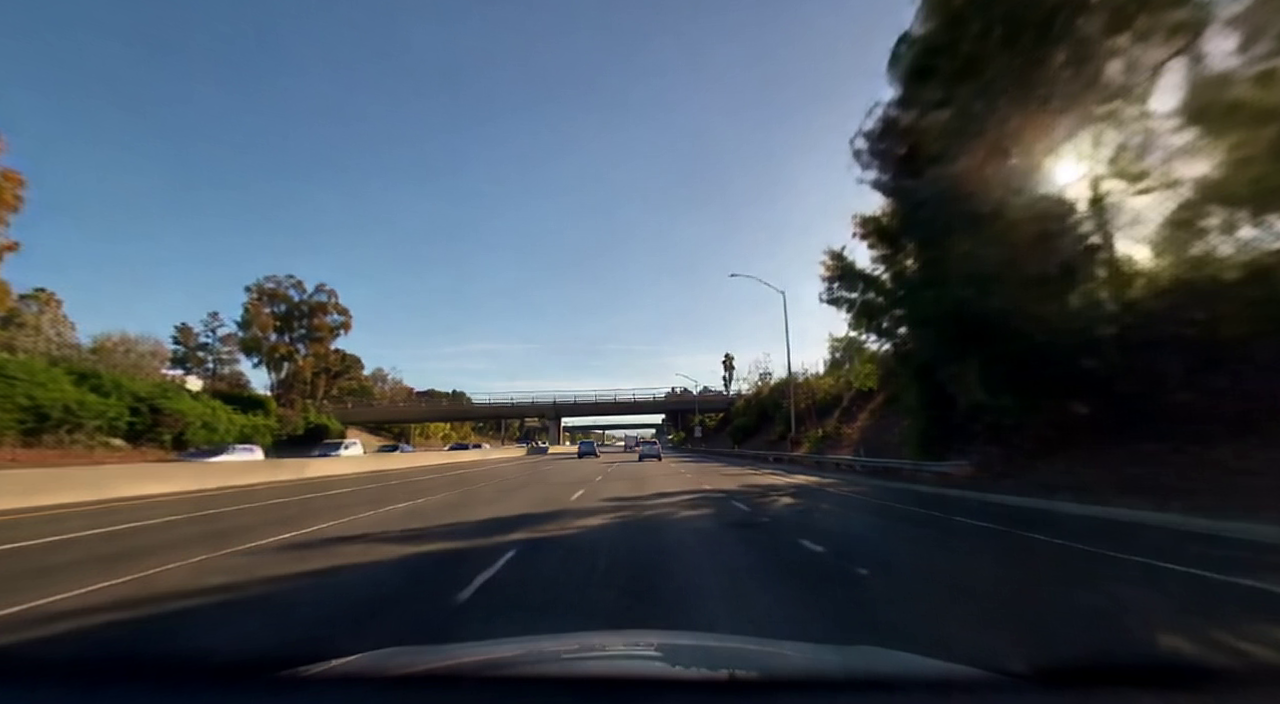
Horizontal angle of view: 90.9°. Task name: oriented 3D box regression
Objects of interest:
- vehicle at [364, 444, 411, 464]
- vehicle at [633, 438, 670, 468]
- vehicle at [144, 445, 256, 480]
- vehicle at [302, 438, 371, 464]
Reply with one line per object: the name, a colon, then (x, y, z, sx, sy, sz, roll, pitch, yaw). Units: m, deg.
vehicle: (-19.495, 7.854, 48.898, 1.838, 1.449, 4.217, 0, -8, 1)
vehicle: (0.646, 5.904, 37.152, 2.010, 1.637, 4.940, 0, -8, 0)
vehicle: (-20.052, 5.034, 29.038, 1.915, 1.439, 4.467, 0, -8, 0)
vehicle: (-23.348, 7.641, 48.824, 2.204, 1.850, 5.937, 0, -8, 2)
